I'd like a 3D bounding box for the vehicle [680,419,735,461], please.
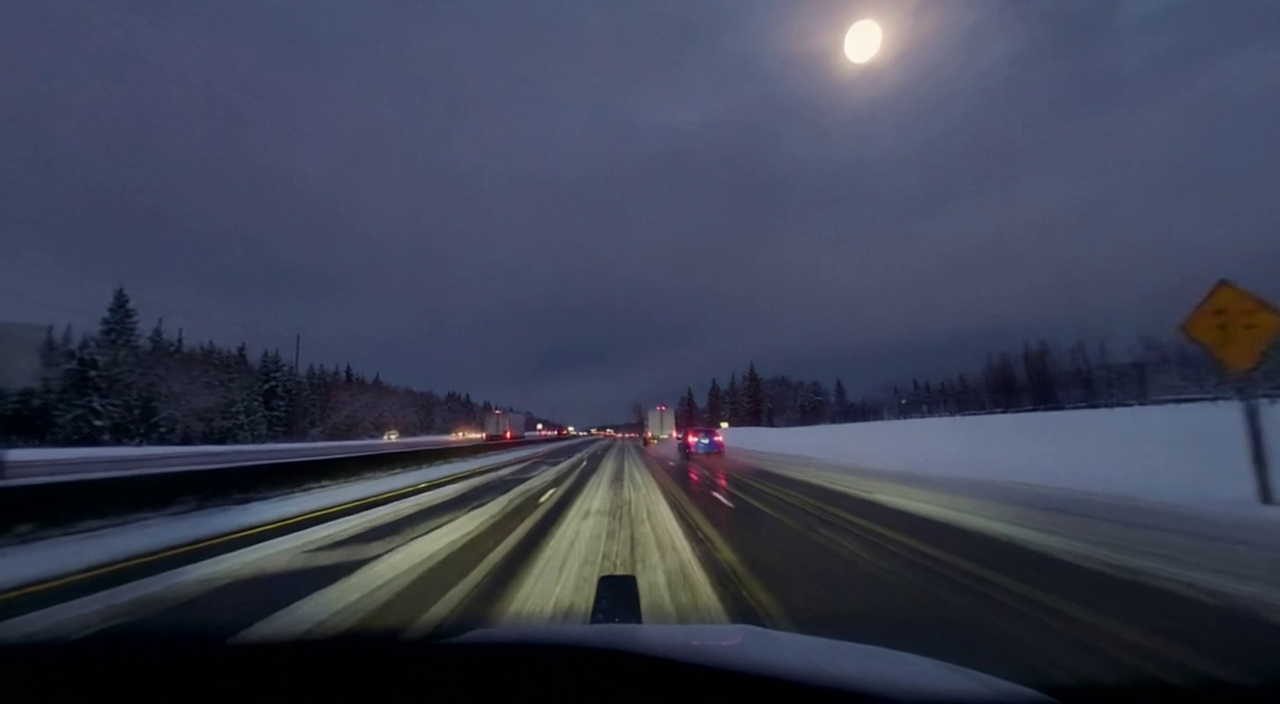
[{"bbox_3d":[3.226,4.347,31.135,2.076,1.914,4.287,0,-8,-2],"label":"vehicle"}]
